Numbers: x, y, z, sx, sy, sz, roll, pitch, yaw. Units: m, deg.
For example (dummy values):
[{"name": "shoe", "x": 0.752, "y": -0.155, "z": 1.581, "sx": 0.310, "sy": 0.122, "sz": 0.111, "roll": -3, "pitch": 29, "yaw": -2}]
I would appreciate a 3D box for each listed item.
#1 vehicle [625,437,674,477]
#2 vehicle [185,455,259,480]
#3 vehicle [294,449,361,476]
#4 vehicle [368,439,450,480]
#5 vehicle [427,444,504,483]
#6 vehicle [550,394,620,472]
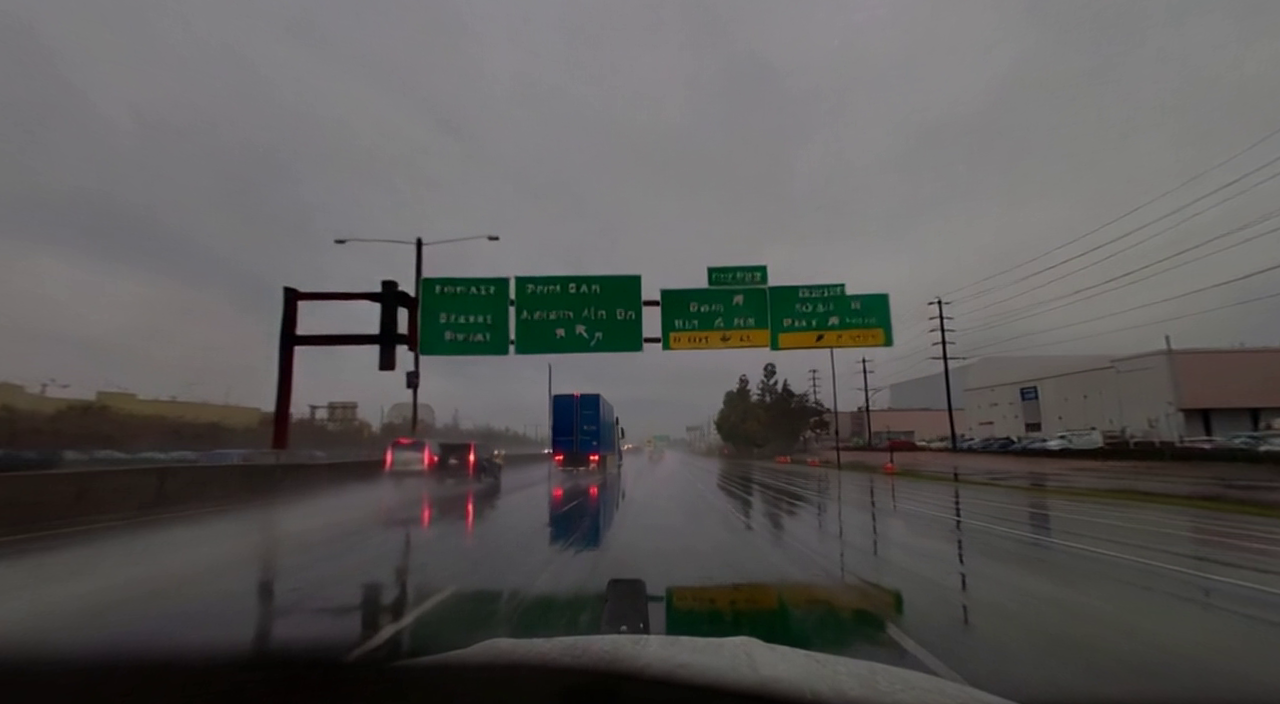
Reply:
[{"name": "vehicle", "x": 0.464, "y": 5.250, "z": 31.761, "sx": 2.279, "sy": 1.837, "sz": 4.747, "roll": 0, "pitch": -8, "yaw": 0}, {"name": "vehicle", "x": -26.472, "y": 7.298, "z": 40.142, "sx": 1.765, "sy": 1.427, "sz": 4.213, "roll": 0, "pitch": -8, "yaw": 1}, {"name": "vehicle", "x": -19.539, "y": 6.907, "z": 39.630, "sx": 1.958, "sy": 1.504, "sz": 4.309, "roll": 0, "pitch": -8, "yaw": 1}, {"name": "vehicle", "x": -10.320, "y": 4.817, "z": 28.542, "sx": 1.997, "sy": 1.692, "sz": 4.294, "roll": 0, "pitch": -8, "yaw": 1}, {"name": "vehicle", "x": -7.193, "y": 4.606, "z": 26.485, "sx": 1.945, "sy": 1.482, "sz": 4.109, "roll": 0, "pitch": -8, "yaw": 2}, {"name": "vehicle", "x": -3.307, "y": 5.736, "z": 43.432, "sx": 2.888, "sy": 4.308, "sz": 16.259, "roll": 0, "pitch": -8, "yaw": 2}]
